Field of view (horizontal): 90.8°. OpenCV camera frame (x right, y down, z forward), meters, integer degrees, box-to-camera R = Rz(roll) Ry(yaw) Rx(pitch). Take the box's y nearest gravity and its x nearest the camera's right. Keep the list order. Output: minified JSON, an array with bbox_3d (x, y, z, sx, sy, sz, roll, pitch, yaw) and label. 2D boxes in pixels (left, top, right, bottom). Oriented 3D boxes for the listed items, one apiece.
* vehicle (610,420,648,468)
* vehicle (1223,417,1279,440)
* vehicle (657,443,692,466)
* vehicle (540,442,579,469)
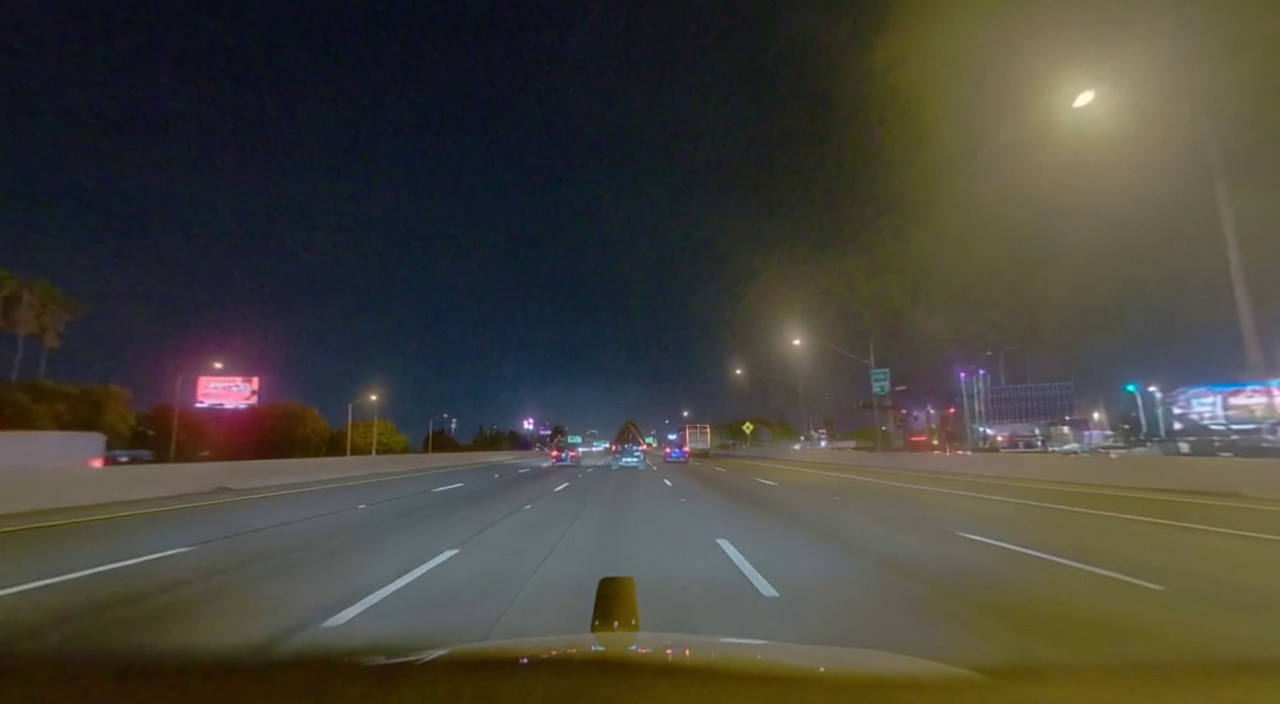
[{"bbox_3d":[-0.730,6.209,42.675,2.364,2.953,6.495,0,-8,-1],"label":"vehicle"},{"bbox_3d":[46.134,5.747,46.928,1.731,1.599,3.847,1,-8,-5],"label":"vehicle"},{"bbox_3d":[2.518,7.572,47.043,2.175,1.598,4.584,0,-8,-3],"label":"vehicle"},{"bbox_3d":[-5.152,6.685,40.928,2.021,1.598,4.887,0,-8,-1],"label":"vehicle"}]
